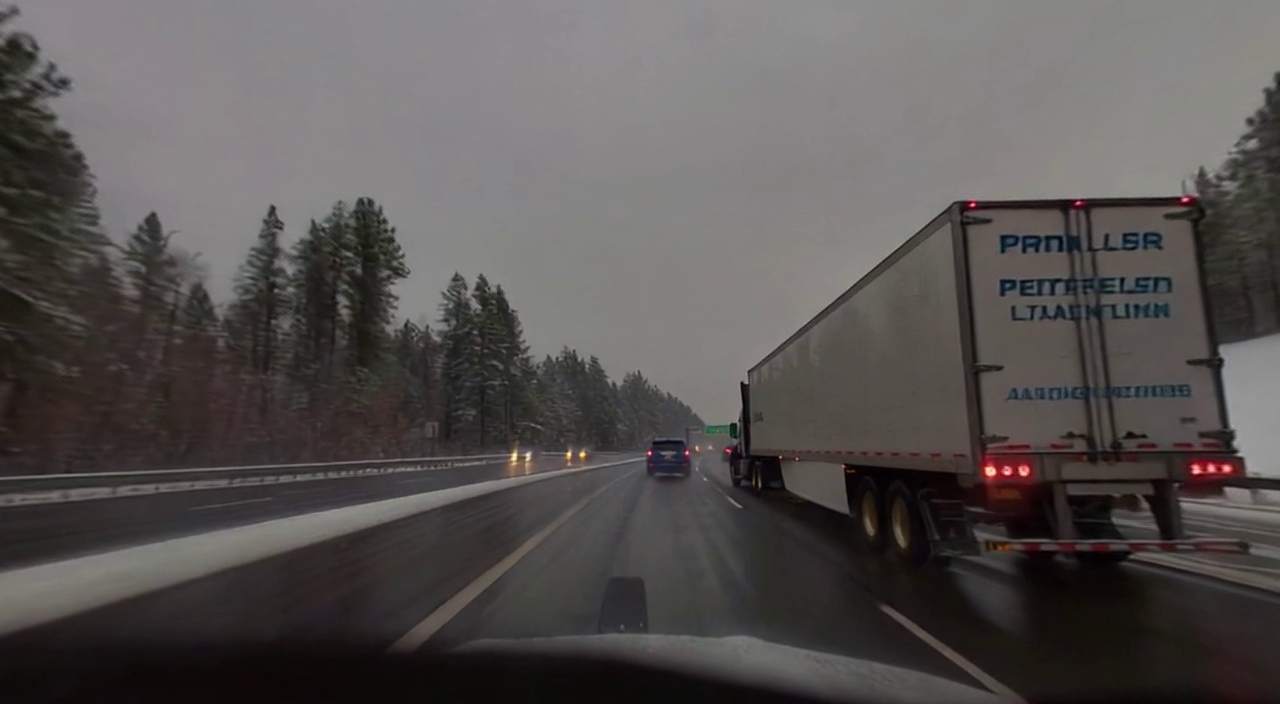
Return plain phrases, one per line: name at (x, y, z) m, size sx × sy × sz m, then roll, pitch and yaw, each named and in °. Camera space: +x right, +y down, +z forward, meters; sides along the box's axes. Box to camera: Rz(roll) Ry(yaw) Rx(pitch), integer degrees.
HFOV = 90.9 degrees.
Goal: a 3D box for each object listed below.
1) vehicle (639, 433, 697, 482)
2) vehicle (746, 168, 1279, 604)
vehicle at (1.168, 4.380, 26.572) m, size 2.222 × 1.848 × 4.610 m, roll 0°, pitch -8°, yaw 3°
vehicle at (5.048, 1.422, 14.260) m, size 2.899 × 4.160 × 16.621 m, roll 0°, pitch -8°, yaw 2°
